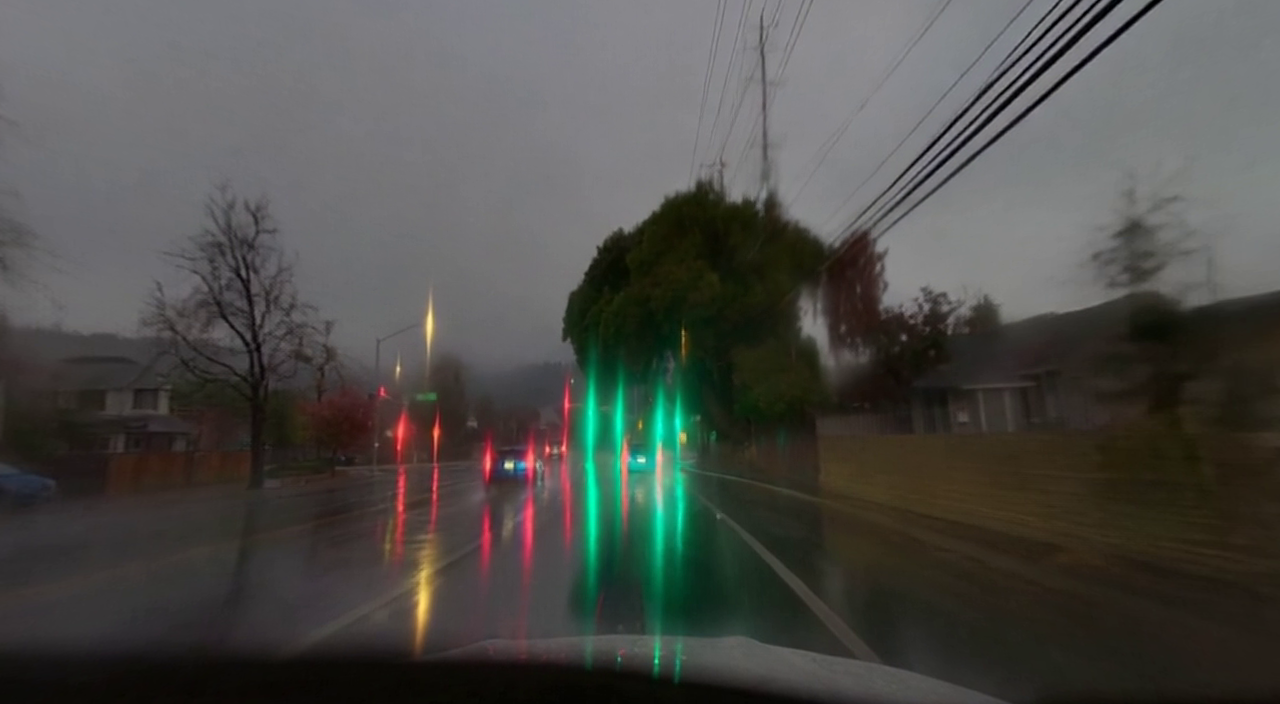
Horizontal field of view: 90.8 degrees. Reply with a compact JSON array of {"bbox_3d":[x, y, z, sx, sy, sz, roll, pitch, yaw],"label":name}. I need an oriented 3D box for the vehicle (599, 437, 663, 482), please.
[{"bbox_3d":[-0.405,3.971,23.556,2.168,1.504,4.284,1,-9,-2],"label":"vehicle"}]

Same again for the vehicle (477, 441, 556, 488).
[{"bbox_3d":[-4.116,3.814,21.746,1.913,1.425,4.235,0,-9,0],"label":"vehicle"}]
